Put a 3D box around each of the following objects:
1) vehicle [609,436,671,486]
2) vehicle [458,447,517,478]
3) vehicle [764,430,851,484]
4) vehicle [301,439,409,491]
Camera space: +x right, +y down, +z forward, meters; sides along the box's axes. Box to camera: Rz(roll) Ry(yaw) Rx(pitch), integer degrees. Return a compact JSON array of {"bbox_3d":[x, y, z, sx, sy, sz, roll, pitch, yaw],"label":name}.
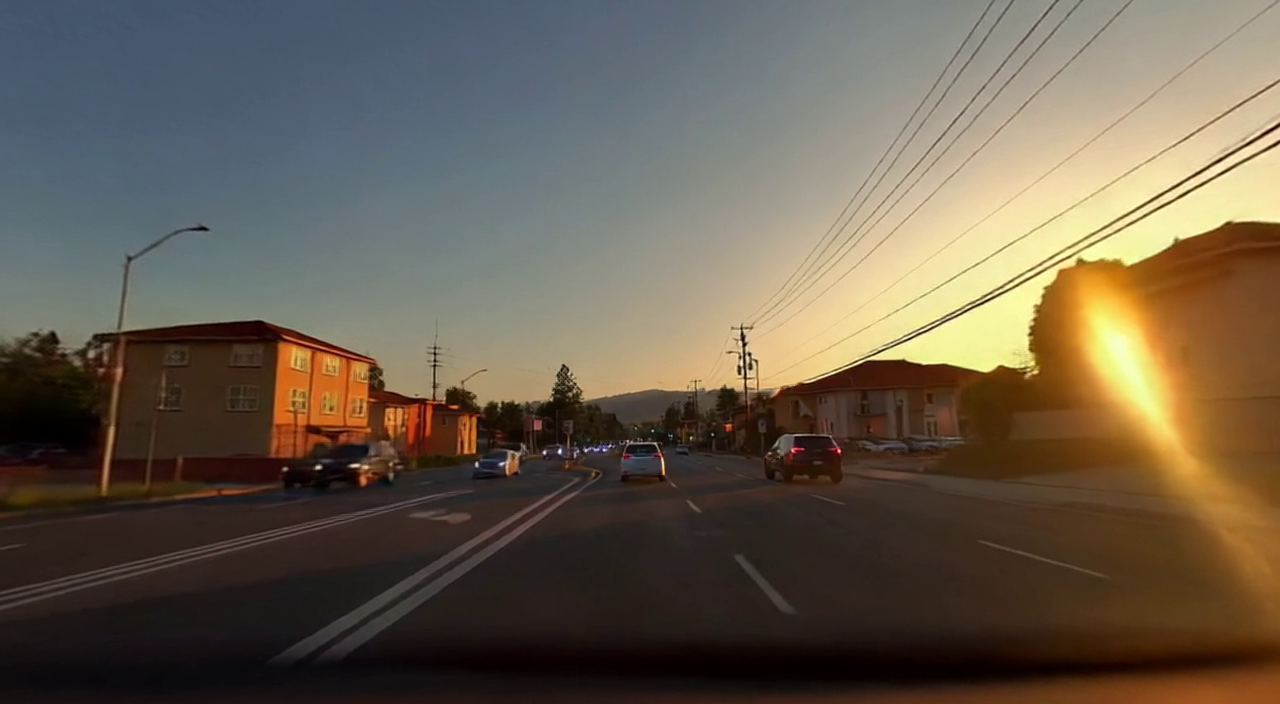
[{"bbox_3d":[-0.035,4.066,23.741,2.138,1.702,4.168,0,-9,-1],"label":"vehicle"},{"bbox_3d":[-7.993,5.824,33.474,1.941,1.514,4.618,0,-9,0],"label":"vehicle"},{"bbox_3d":[6.315,4.011,24.264,2.061,1.889,4.268,0,-9,-1],"label":"vehicle"},{"bbox_3d":[-11.030,4.383,24.817,2.078,1.825,4.611,0,-9,-1],"label":"vehicle"}]
